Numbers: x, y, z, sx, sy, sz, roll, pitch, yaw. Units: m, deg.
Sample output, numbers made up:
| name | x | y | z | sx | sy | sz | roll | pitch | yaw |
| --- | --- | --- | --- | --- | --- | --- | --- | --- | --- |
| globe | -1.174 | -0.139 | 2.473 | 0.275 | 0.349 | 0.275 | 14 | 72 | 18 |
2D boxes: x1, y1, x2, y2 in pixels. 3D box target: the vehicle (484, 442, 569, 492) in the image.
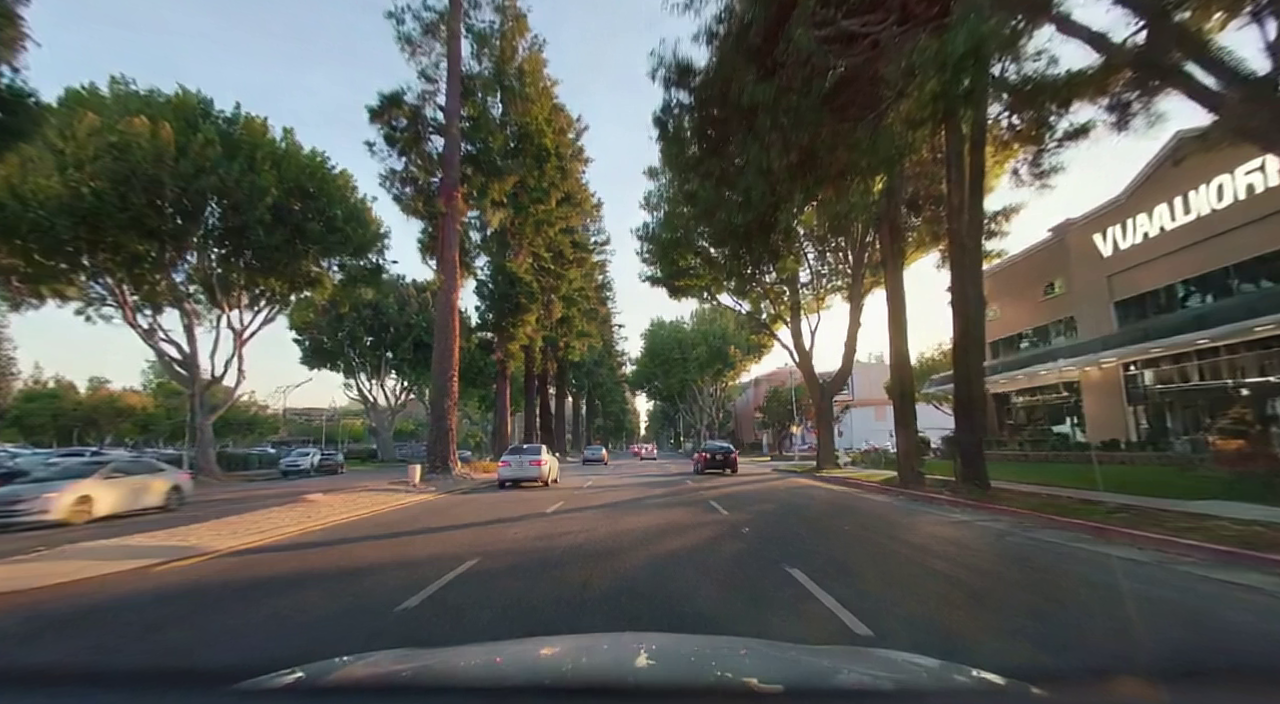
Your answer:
| name | x | y | z | sx | sy | sz | roll | pitch | yaw |
| --- | --- | --- | --- | --- | --- | --- | --- | --- | --- |
| vehicle | -3.673 | 3.804 | 21.251 | 1.908 | 1.481 | 4.536 | 0 | -8 | 1 |

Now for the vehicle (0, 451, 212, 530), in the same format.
| name | x | y | z | sx | sy | sz | roll | pitch | yaw |
| --- | --- | --- | --- | --- | --- | --- | --- | --- | --- |
| vehicle | -12.336 | 3.011 | 14.349 | 1.970 | 1.458 | 4.473 | 0 | -8 | 1 |

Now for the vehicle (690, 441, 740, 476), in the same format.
| name | x | y | z | sx | sy | sz | roll | pitch | yaw |
| --- | --- | --- | --- | --- | --- | --- | --- | --- | --- |
| vehicle | 3.547 | 5.101 | 30.421 | 1.922 | 1.579 | 3.642 | 0 | -8 | -1 |

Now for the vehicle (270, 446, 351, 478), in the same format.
| name | x | y | z | sx | sy | sz | roll | pitch | yaw |
| --- | --- | --- | --- | --- | --- | --- | --- | --- | --- |
| vehicle | -22.638 | 7.544 | 43.647 | 2.235 | 2.061 | 5.936 | 0 | -8 | 2 |
